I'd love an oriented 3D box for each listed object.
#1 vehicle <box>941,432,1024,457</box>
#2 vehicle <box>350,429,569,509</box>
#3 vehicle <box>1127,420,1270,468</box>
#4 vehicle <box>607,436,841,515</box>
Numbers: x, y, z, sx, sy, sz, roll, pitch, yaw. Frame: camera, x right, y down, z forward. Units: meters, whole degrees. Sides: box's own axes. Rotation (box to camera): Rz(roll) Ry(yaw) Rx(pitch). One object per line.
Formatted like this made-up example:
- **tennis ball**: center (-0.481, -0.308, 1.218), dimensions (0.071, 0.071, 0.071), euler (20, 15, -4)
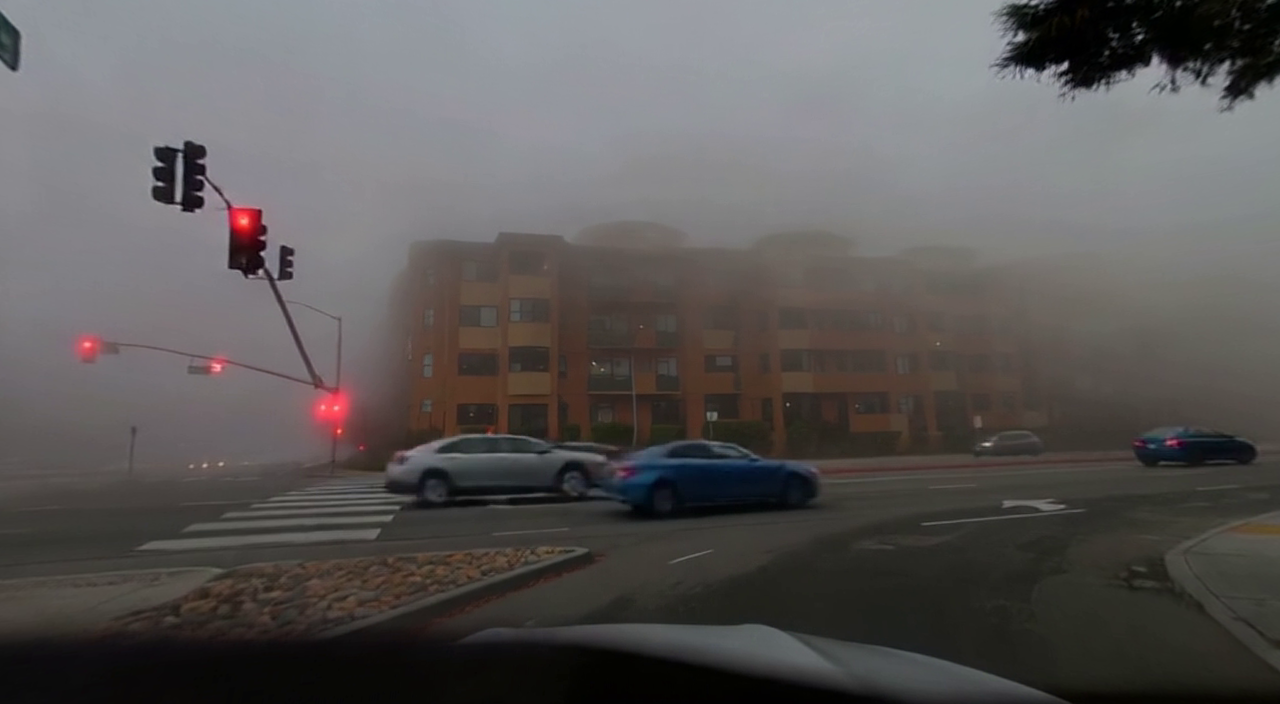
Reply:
- **vehicle**: center (21.686, 5.836, 39.931), dimensions (4.751, 1.487, 1.888), euler (3, -9, -20)
- **vehicle**: center (-4.239, 2.718, 15.089), dimensions (4.683, 1.678, 1.981), euler (3, -9, -20)
- **vehicle**: center (21.368, 3.526, 24.144), dimensions (4.711, 1.688, 1.915), euler (3, -9, -20)
- **vehicle**: center (1.744, 2.533, 13.416), dimensions (4.521, 1.433, 1.943), euler (3, -9, -20)
